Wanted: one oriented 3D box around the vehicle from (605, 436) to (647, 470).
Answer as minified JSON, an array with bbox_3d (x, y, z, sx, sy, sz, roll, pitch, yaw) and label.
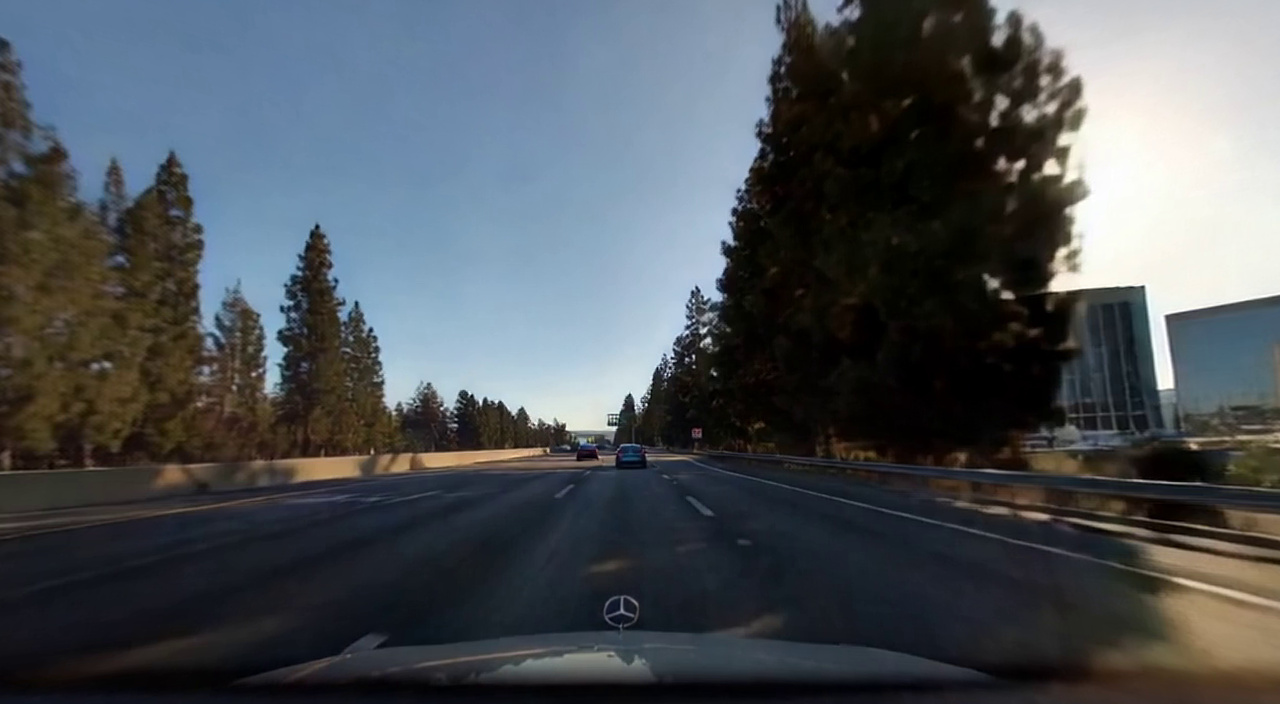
[{"bbox_3d":[-0.821,5.882,36.712,2.302,1.810,4.707,0,-8,-1],"label":"vehicle"}]
